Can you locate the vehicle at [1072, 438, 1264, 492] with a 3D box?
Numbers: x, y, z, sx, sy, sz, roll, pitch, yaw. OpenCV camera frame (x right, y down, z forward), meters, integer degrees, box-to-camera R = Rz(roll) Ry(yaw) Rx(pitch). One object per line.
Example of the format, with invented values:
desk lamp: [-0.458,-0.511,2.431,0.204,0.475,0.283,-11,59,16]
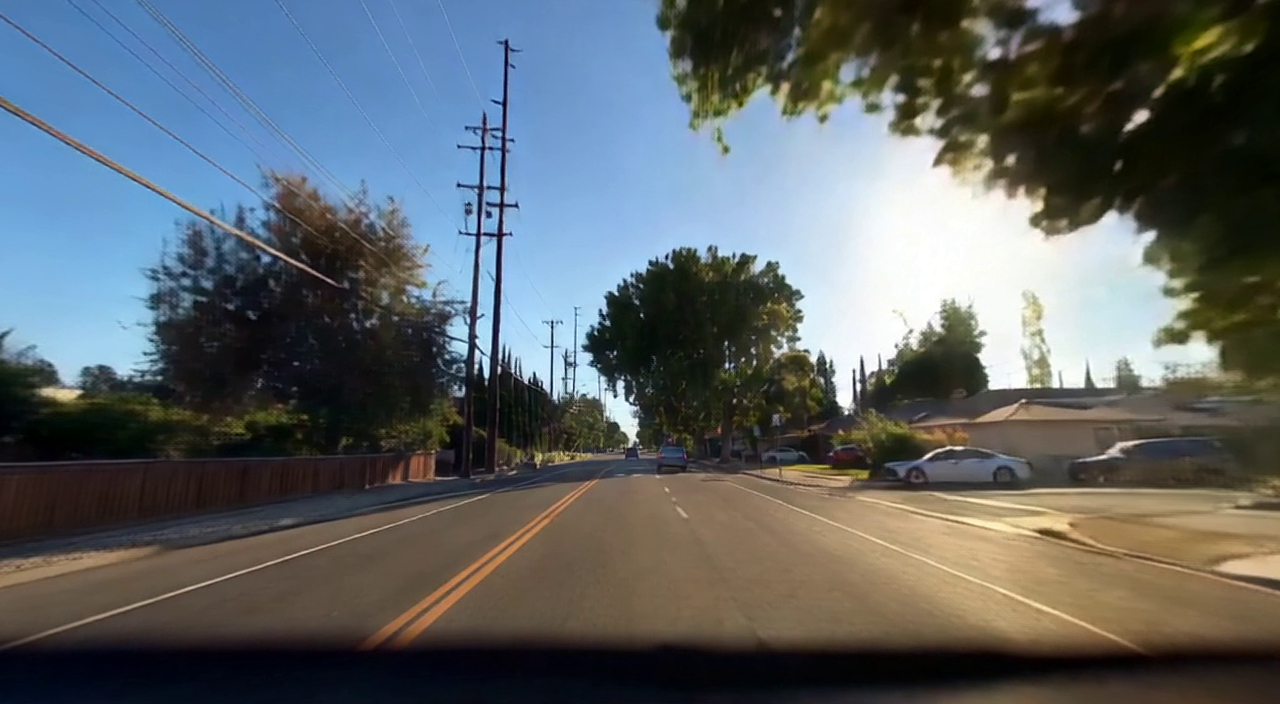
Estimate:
vehicle: [17.524,3.743,21.158,4.566,1.691,1.996,0,-9,0]

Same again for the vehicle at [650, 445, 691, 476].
vehicle: [1.518,5.599,32.722,1.975,1.497,3.647,0,-9,0]

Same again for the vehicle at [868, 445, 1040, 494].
vehicle: [10.085,3.780,20.549,4.511,1.473,1.962,0,-8,-2]
